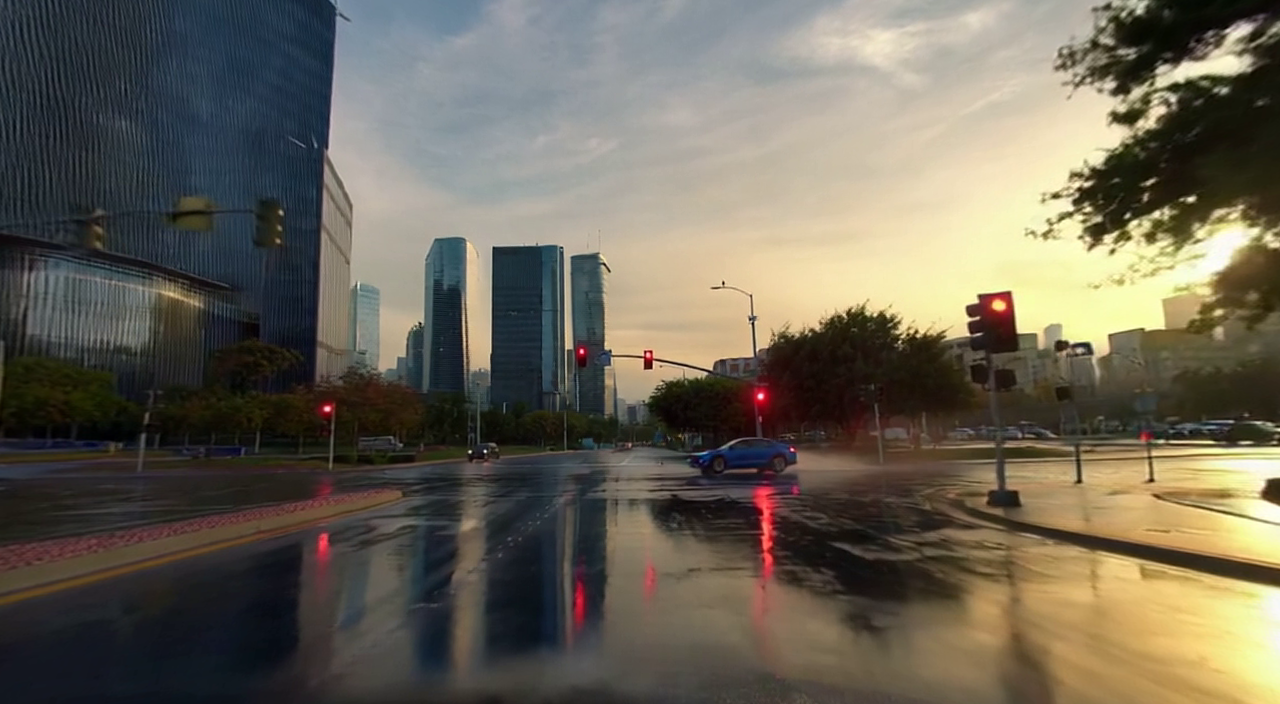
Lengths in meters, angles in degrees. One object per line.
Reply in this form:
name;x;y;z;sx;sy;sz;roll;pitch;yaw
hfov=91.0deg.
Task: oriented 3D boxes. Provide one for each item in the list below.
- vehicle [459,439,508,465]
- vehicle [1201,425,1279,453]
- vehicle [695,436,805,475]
vehicle;-11.449;7.370;46.403;2.069;1.771;4.947;0;-9;3
vehicle;40.493;5.756;41.468;4.625;1.741;2.395;0;-9;3
vehicle;4.660;4.461;27.137;4.218;1.572;2.065;1;-9;-8
